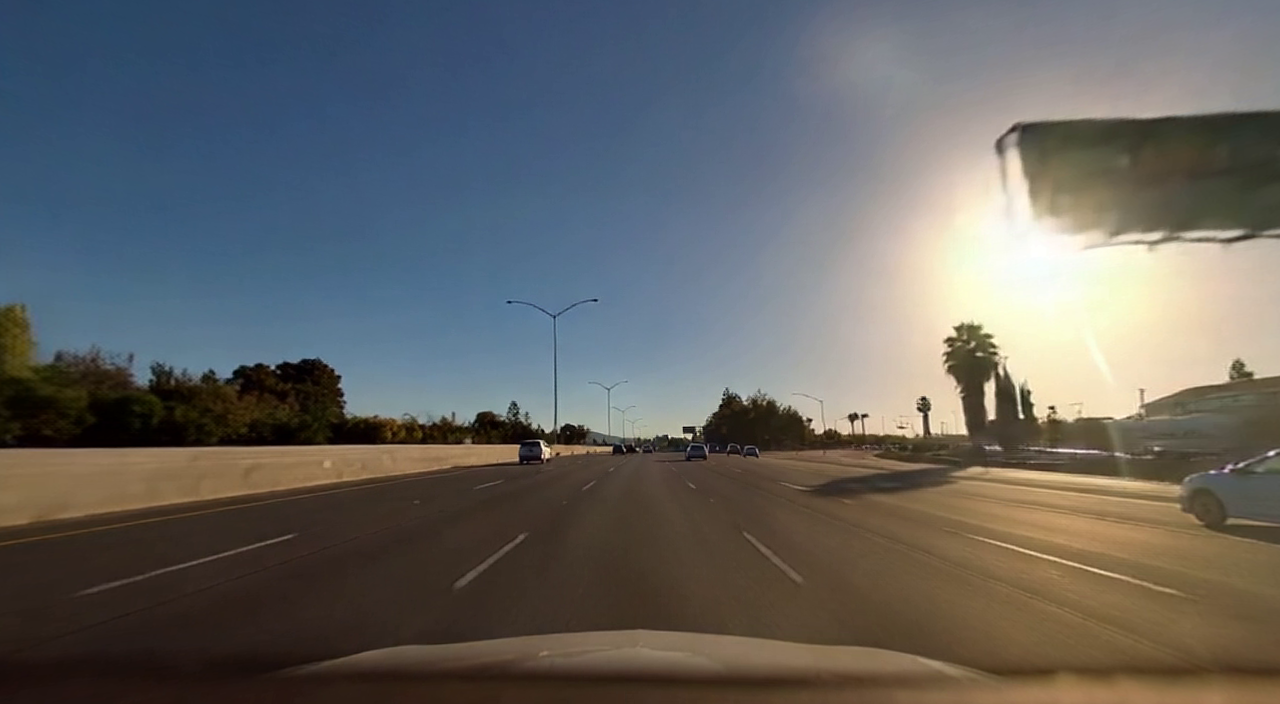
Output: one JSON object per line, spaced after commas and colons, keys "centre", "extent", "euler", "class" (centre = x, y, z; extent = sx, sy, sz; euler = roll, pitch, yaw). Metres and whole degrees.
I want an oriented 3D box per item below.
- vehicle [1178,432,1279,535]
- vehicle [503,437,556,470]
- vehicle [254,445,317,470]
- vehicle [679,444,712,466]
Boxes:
{"centre": [10.182, 1.777, 8.218], "extent": [1.979, 1.467, 4.839], "euler": [0, -9, 0], "class": "vehicle"}
{"centre": [-6.207, 5.749, 35.830], "extent": [2.091, 1.746, 4.437], "euler": [0, -9, 2], "class": "vehicle"}
{"centre": [-21.422, 6.362, 38.122], "extent": [1.689, 1.401, 3.620], "euler": [0, -8, 0], "class": "vehicle"}
{"centre": [3.787, 7.132, 43.540], "extent": [1.950, 1.453, 3.378], "euler": [0, -9, -1], "class": "vehicle"}
